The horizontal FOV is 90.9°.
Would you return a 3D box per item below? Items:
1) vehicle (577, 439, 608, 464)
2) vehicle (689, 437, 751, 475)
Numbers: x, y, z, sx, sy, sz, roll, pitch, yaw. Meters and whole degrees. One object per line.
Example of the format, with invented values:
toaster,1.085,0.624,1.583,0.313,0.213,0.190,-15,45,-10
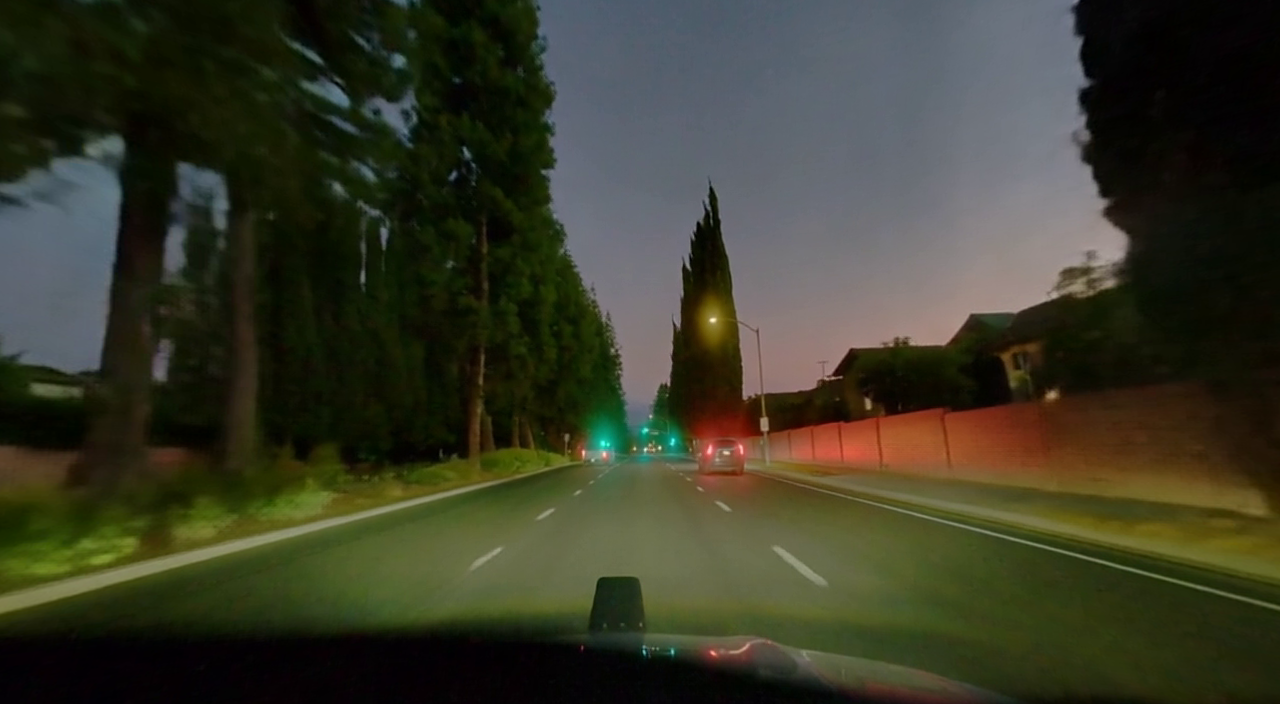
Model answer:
vehicle,-3.596,7.600,48.192,2.002,1.747,4.728,0,-8,0
vehicle,3.759,5.026,30.679,2.321,1.695,5.037,0,-8,0
